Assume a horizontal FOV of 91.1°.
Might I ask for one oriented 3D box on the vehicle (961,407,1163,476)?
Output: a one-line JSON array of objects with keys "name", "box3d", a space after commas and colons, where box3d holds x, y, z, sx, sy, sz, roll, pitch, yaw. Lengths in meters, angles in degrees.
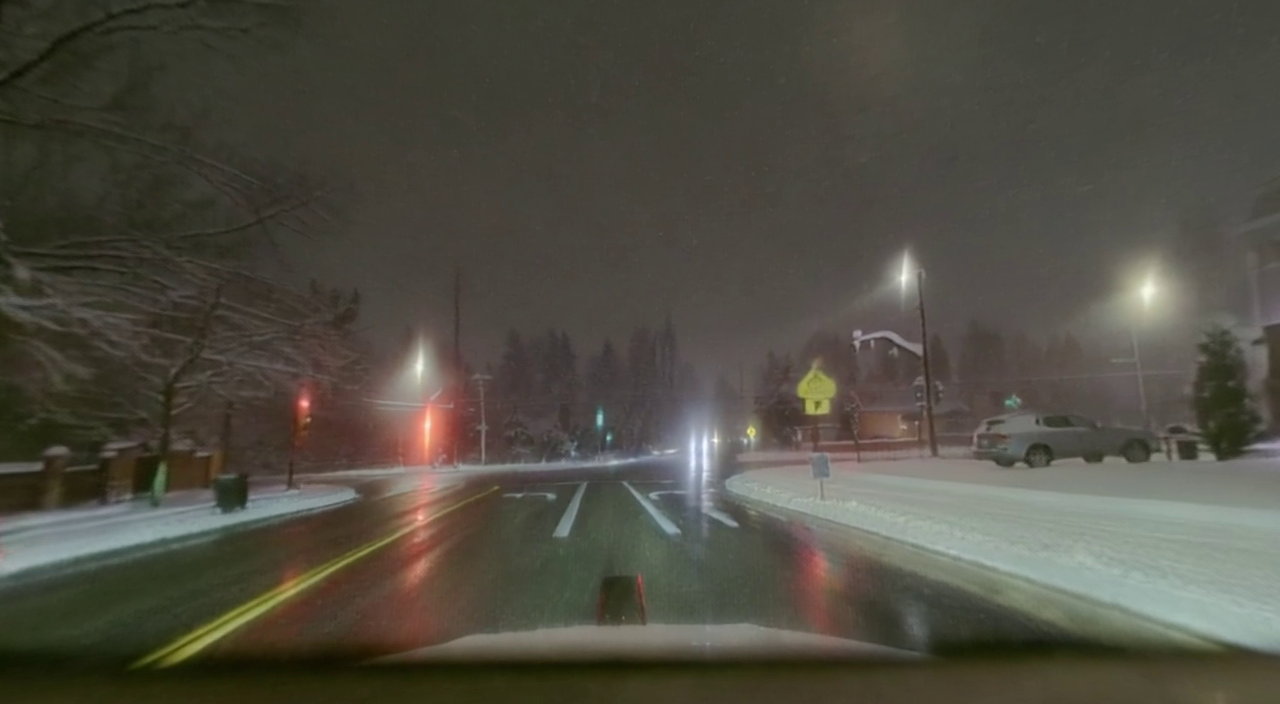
[{"name": "vehicle", "box3d": [12.598, 2.731, 19.007, 4.562, 1.850, 2.130, 1, -9, -2]}]
